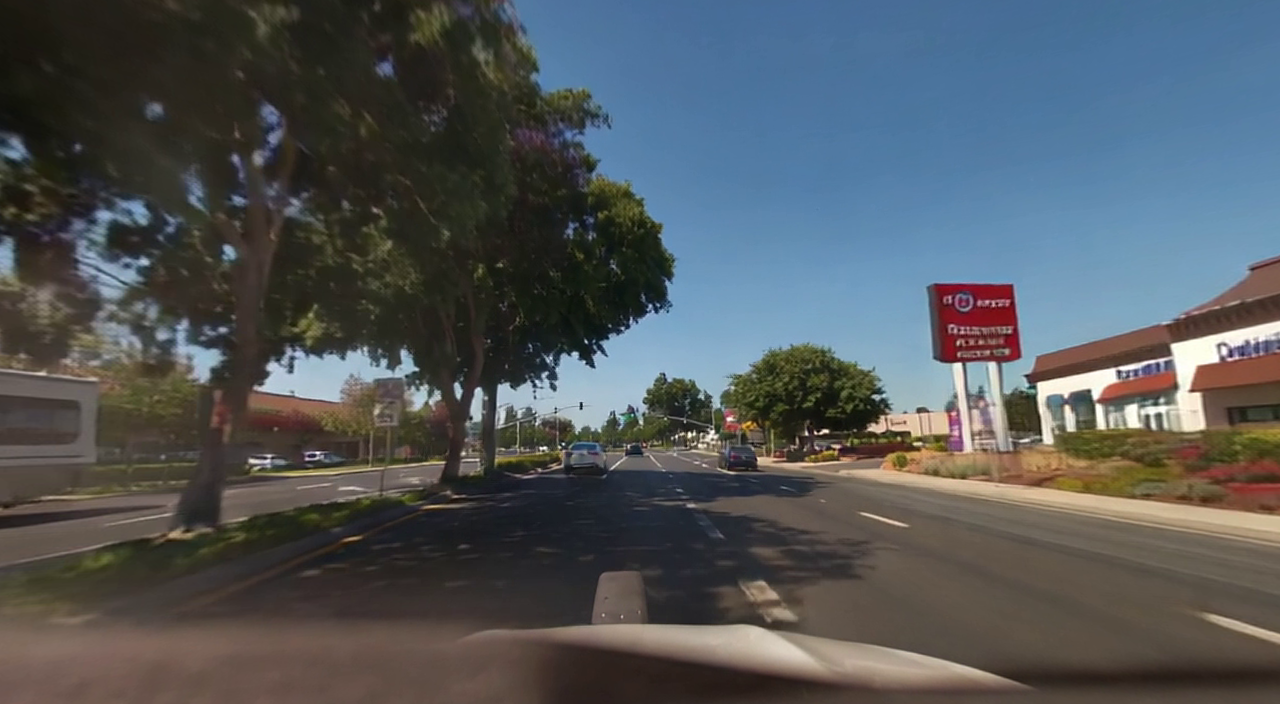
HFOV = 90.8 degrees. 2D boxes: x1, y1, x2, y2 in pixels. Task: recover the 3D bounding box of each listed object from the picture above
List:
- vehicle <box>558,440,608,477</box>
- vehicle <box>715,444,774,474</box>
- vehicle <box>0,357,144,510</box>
[{"bbox_3d":[-2.564,4.843,29.140,2.072,1.545,4.578,1,-8,-3],"label":"vehicle"},{"bbox_3d":[5.529,5.714,34.093,2.075,1.475,4.571,1,-8,-4],"label":"vehicle"},{"bbox_3d":[-19.203,1.705,13.803,3.133,4.167,16.699,0,-8,0],"label":"vehicle"}]
